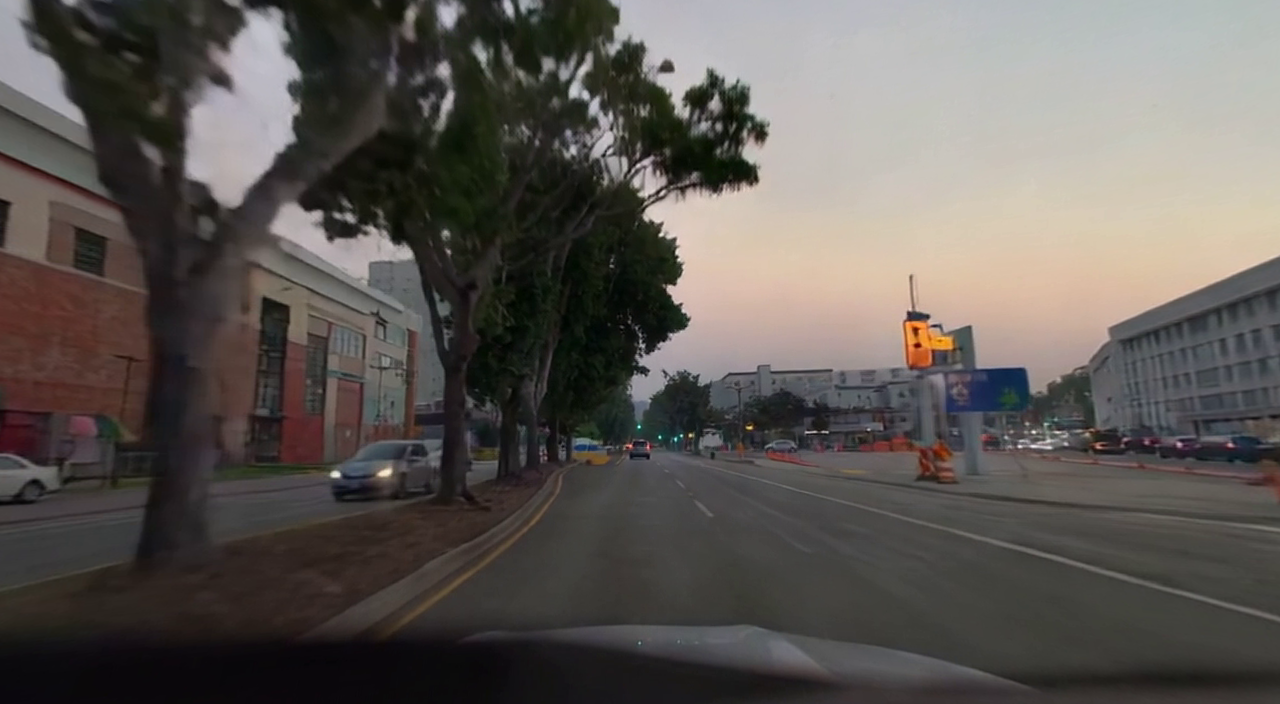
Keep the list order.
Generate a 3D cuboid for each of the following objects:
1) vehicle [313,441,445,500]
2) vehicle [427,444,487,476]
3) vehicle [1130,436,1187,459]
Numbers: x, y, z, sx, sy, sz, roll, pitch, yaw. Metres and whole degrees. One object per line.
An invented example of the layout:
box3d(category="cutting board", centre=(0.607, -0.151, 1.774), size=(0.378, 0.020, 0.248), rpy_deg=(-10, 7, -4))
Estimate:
box3d(category="vehicle", centre=(-7.416, 3.404, 18.541), size=(1.999, 1.478, 4.441), rpy_deg=(-1, -9, 0))
box3d(category="vehicle", centre=(-11.016, 6.514, 38.353), size=(2.112, 1.809, 4.921), rpy_deg=(-1, -9, 1))
box3d(category="vehicle", centre=(38.424, 7.084, 46.894), size=(1.825, 1.627, 4.293), rpy_deg=(-4, -9, 20))
